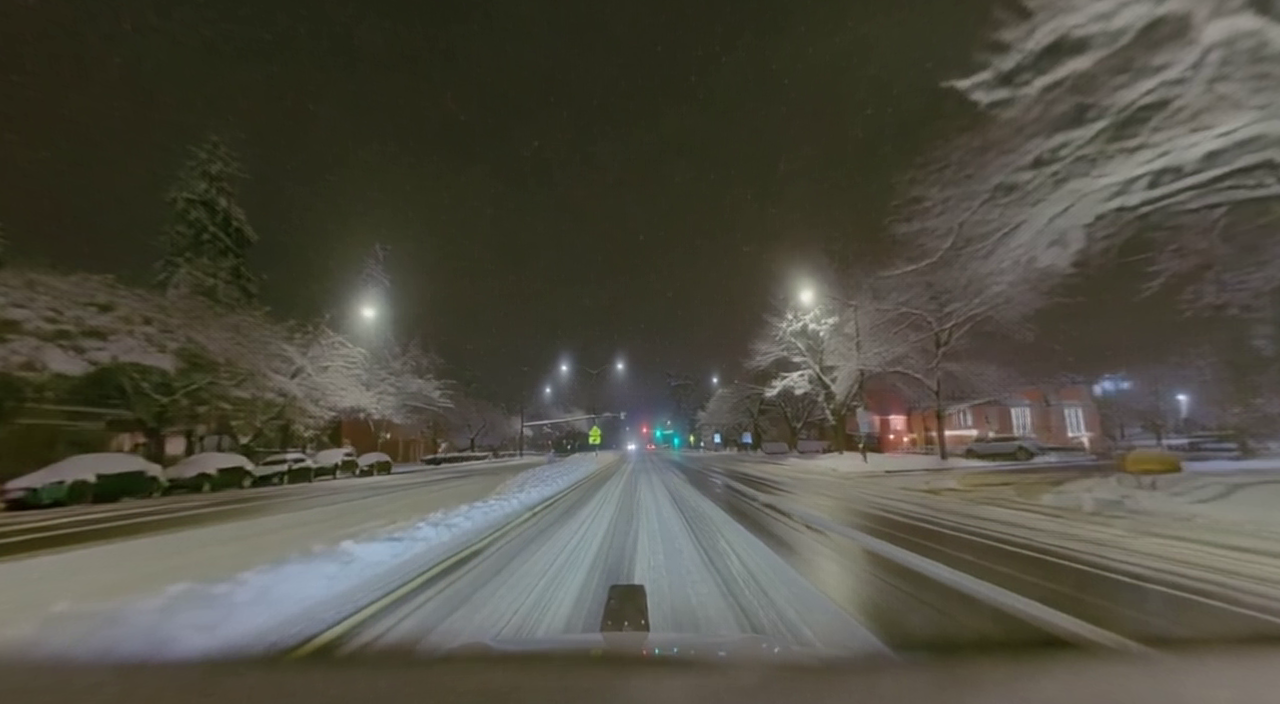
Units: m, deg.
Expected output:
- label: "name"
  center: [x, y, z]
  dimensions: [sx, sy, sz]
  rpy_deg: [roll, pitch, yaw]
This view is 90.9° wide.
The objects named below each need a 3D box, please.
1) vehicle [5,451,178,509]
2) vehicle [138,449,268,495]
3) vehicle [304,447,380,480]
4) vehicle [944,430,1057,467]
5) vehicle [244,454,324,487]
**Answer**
- label: "vehicle"
  center: [-18.088, 4.187, 21.135]
  dimensions: [1.952, 1.649, 4.414]
  rpy_deg: [0, -8, -3]
- label: "vehicle"
  center: [-18.252, 4.982, 26.694]
  dimensions: [2.115, 1.716, 4.900]
  rpy_deg: [0, -8, -2]
- label: "vehicle"
  center: [-17.919, 6.701, 38.202]
  dimensions: [1.941, 1.848, 5.279]
  rpy_deg: [0, -8, 1]
- label: "vehicle"
  center: [22.129, 5.944, 38.874]
  dimensions: [5.532, 2.065, 2.166]
  rpy_deg: [-1, -8, 0]
- label: "vehicle"
  center: [-18.262, 6.051, 32.564]
  dimensions: [1.736, 1.489, 4.347]
  rpy_deg: [0, -8, -2]
